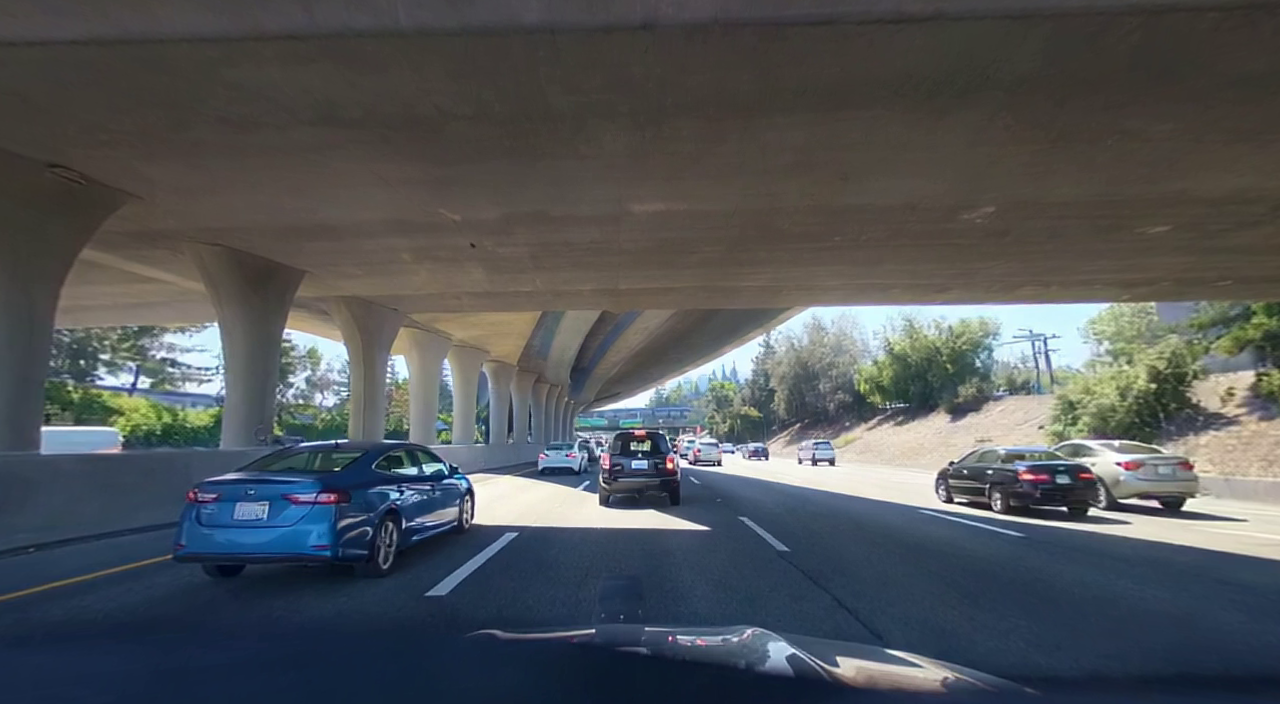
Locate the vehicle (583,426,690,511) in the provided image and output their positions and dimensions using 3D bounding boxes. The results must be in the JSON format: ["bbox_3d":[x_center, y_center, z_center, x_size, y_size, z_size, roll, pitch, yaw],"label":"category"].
[{"bbox_3d":[-0.048,2.684,14.929,2.181,1.697,4.021,0,-9,0],"label":"vehicle"}]

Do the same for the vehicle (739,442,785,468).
[{"bbox_3d":[7.646,6.495,39.874,1.963,1.482,4.436,0,-9,0],"label":"vehicle"}]

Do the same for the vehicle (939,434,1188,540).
[{"bbox_3d":[7.144,2.273,11.180,1.880,1.526,3.641,0,-9,1],"label":"vehicle"}]

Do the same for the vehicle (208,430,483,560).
[{"bbox_3d":[-3.998,2.007,9.599,1.974,1.478,4.412,0,-9,1],"label":"vehicle"}]

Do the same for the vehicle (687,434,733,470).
[{"bbox_3d":[3.819,5.568,35.179,2.069,1.876,4.447,0,-9,0],"label":"vehicle"}]

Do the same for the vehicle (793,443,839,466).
[{"bbox_3d":[11.796,6.880,42.498,1.868,1.468,4.168,0,-9,0],"label":"vehicle"}]

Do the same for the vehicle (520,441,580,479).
[{"bbox_3d":[-3.883,4.732,27.931,1.947,1.516,4.295,0,-9,1],"label":"vehicle"}]

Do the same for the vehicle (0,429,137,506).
[{"bbox_3d":[-18.206,3.315,18.388,2.230,2.019,5.743,0,-9,0],"label":"vehicle"}]
